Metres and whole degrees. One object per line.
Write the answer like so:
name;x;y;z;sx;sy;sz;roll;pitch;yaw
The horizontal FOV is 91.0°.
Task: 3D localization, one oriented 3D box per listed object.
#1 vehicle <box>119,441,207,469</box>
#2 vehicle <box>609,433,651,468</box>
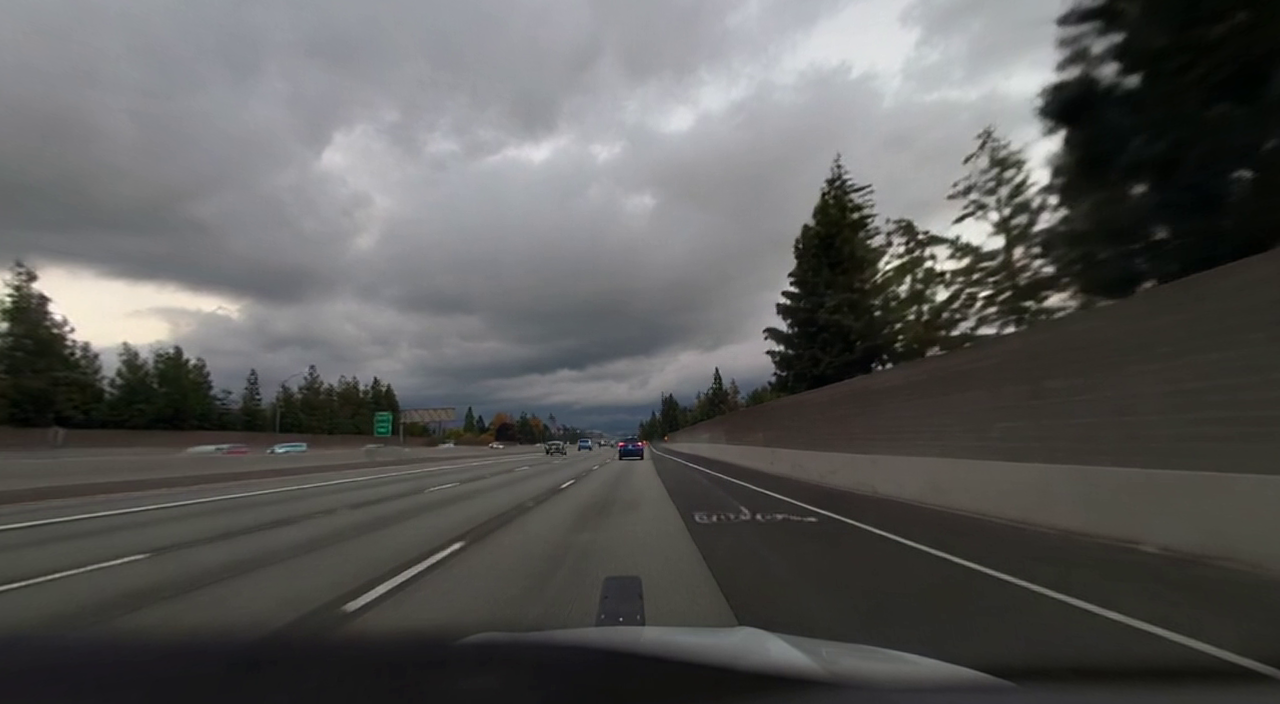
vehicle;-29.138;6.294;38.635;1.853;1.591;4.467;0;-8;0
vehicle;-0.495;5.242;33.688;2.141;1.706;4.065;0;-8;0
